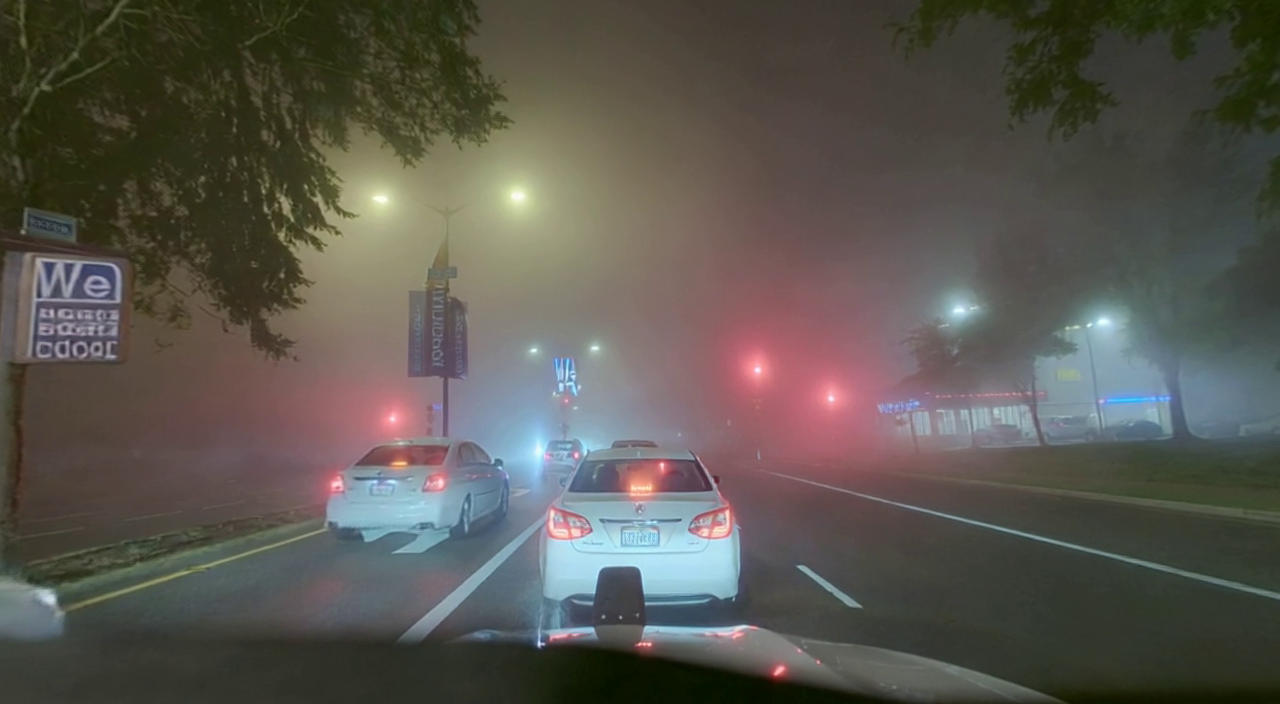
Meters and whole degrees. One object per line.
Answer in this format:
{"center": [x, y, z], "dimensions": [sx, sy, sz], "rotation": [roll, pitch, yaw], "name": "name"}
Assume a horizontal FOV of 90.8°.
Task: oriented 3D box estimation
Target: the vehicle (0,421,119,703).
{"center": [-3.368, 0.724, 0.605], "dimensions": [1.952, 1.431, 4.383], "rotation": [0, -8, 1], "name": "vehicle"}

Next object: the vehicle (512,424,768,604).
{"center": [-0.056, 1.640, 7.309], "dimensions": [2.126, 1.475, 3.967], "rotation": [0, -8, -2], "name": "vehicle"}

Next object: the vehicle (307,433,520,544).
{"center": [-3.492, 2.181, 10.826], "dimensions": [1.961, 1.487, 4.453], "rotation": [0, -8, 0], "name": "vehicle"}
